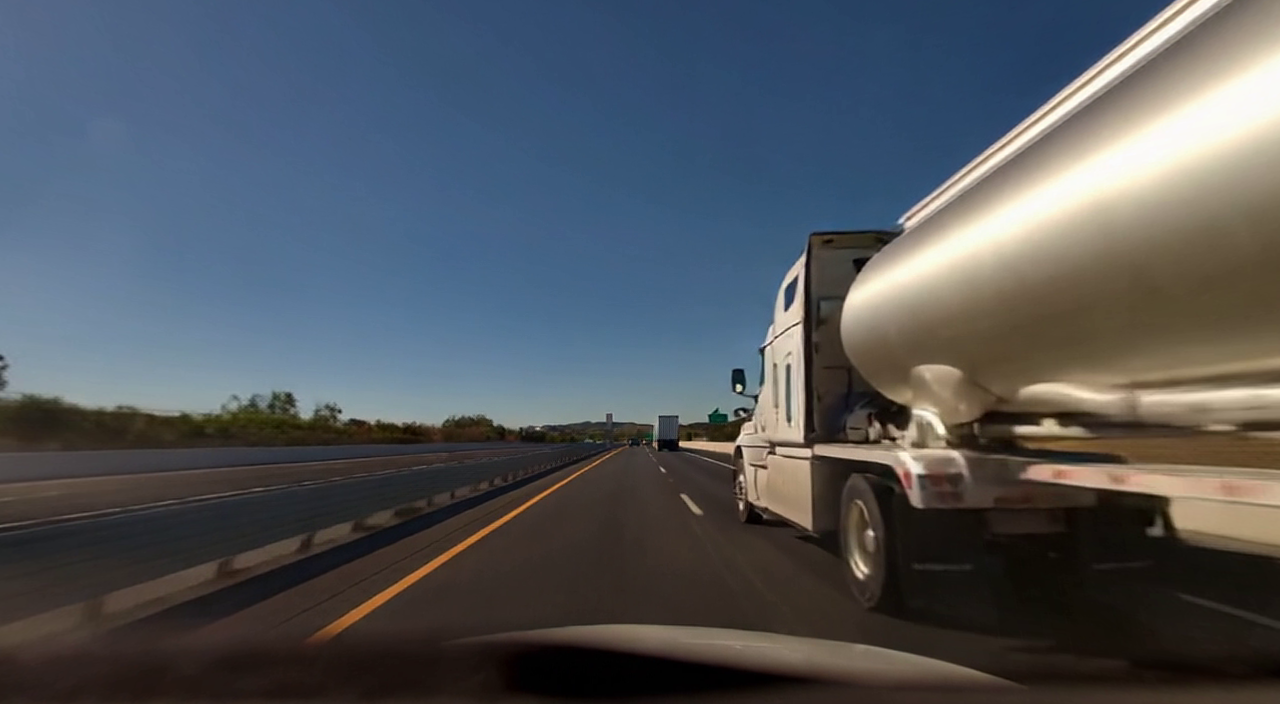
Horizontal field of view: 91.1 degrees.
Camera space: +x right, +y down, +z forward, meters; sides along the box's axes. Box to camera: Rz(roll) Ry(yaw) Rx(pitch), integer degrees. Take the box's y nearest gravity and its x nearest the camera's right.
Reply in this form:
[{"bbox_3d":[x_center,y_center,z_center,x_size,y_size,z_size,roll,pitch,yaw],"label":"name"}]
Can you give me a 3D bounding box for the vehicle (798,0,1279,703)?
[{"bbox_3d":[3.234,-0.408,0.812,2.946,3.745,11.516,0,-8,-1],"label":"vehicle"}]
